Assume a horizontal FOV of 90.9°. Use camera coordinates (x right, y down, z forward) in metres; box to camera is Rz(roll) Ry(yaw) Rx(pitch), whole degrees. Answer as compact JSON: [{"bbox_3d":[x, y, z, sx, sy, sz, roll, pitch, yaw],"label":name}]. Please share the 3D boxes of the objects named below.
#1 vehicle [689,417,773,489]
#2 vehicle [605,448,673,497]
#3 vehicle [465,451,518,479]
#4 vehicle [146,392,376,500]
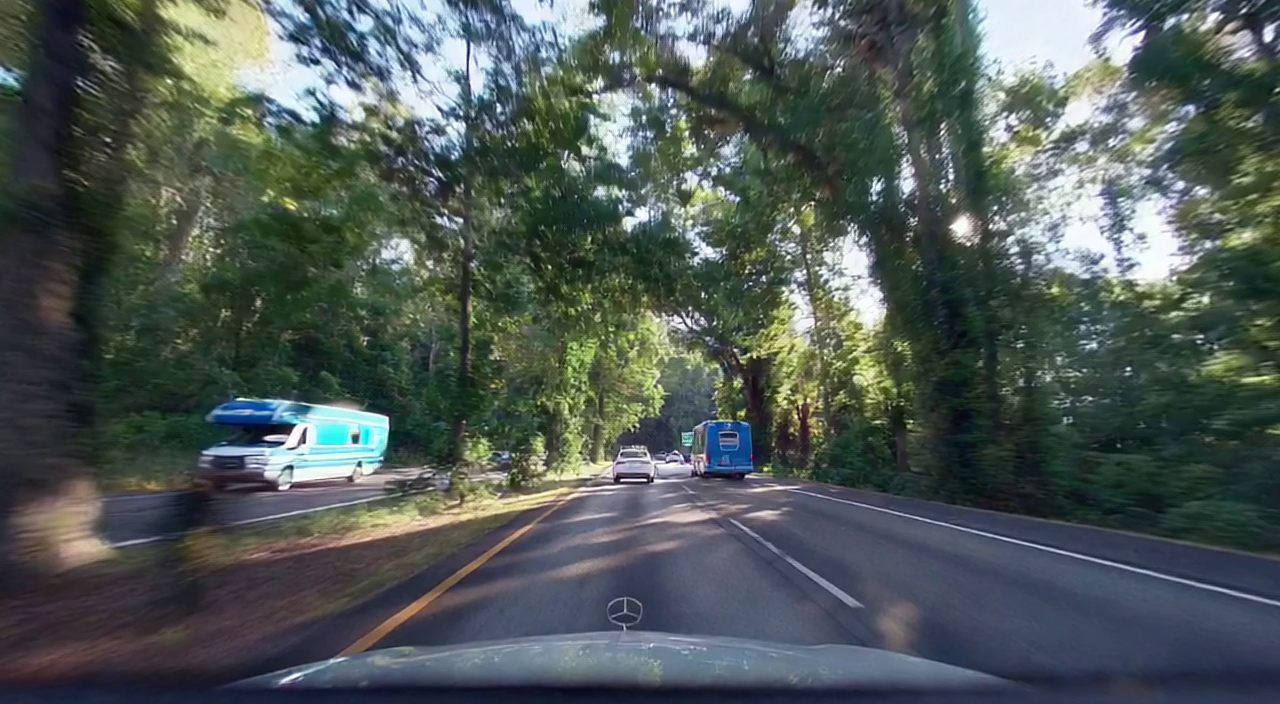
[{"bbox_3d":[3.637,4.237,26.588,2.513,2.633,5.930,0,-9,-1],"label":"vehicle"},{"bbox_3d":[-0.033,3.938,20.956,2.037,1.417,3.885,0,-9,0],"label":"vehicle"},{"bbox_3d":[-7.443,5.683,31.947,1.719,1.342,3.683,-1,-9,1],"label":"vehicle"},{"bbox_3d":[-11.711,3.098,20.667,2.810,2.856,7.582,0,-9,0],"label":"vehicle"}]
